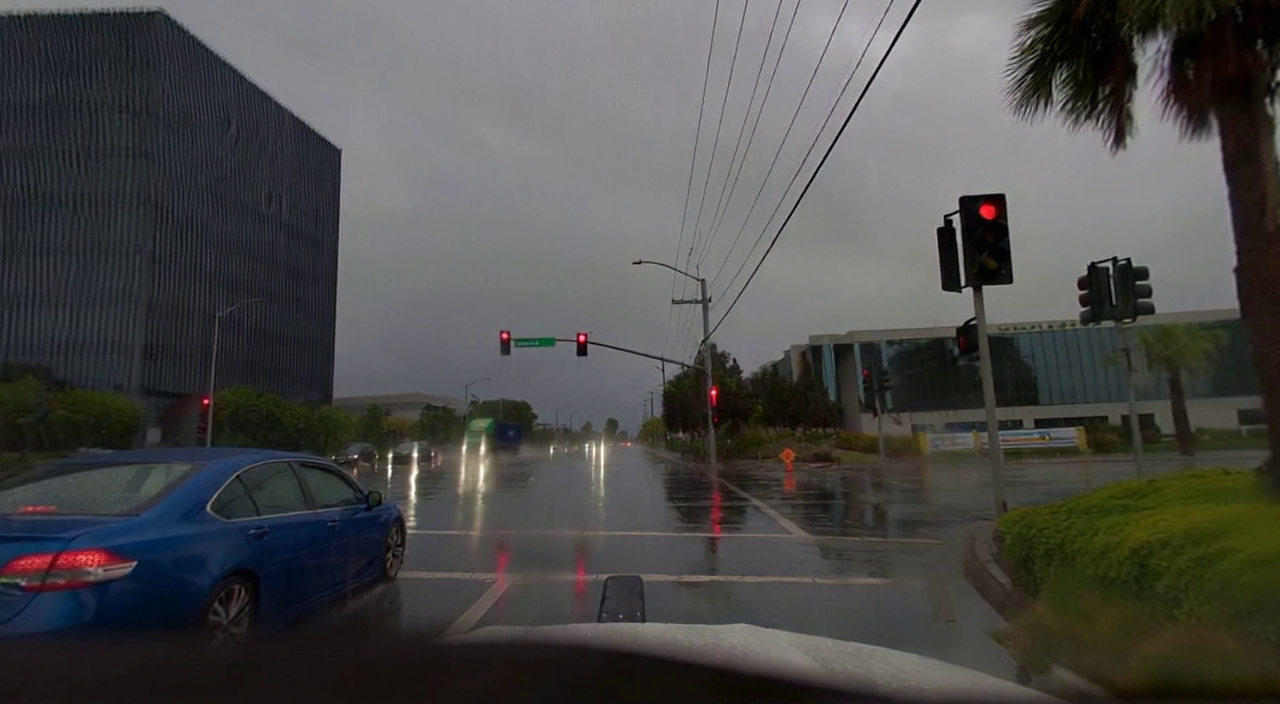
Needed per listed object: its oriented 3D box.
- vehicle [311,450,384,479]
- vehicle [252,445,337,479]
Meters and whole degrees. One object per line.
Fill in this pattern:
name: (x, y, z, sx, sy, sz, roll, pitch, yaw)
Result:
vehicle: (-15.358, 5.924, 33.302, 1.875, 1.389, 3.784, 0, -9, 3)
vehicle: (-19.086, 6.098, 35.081, 2.017, 1.739, 4.569, 0, -9, 1)
